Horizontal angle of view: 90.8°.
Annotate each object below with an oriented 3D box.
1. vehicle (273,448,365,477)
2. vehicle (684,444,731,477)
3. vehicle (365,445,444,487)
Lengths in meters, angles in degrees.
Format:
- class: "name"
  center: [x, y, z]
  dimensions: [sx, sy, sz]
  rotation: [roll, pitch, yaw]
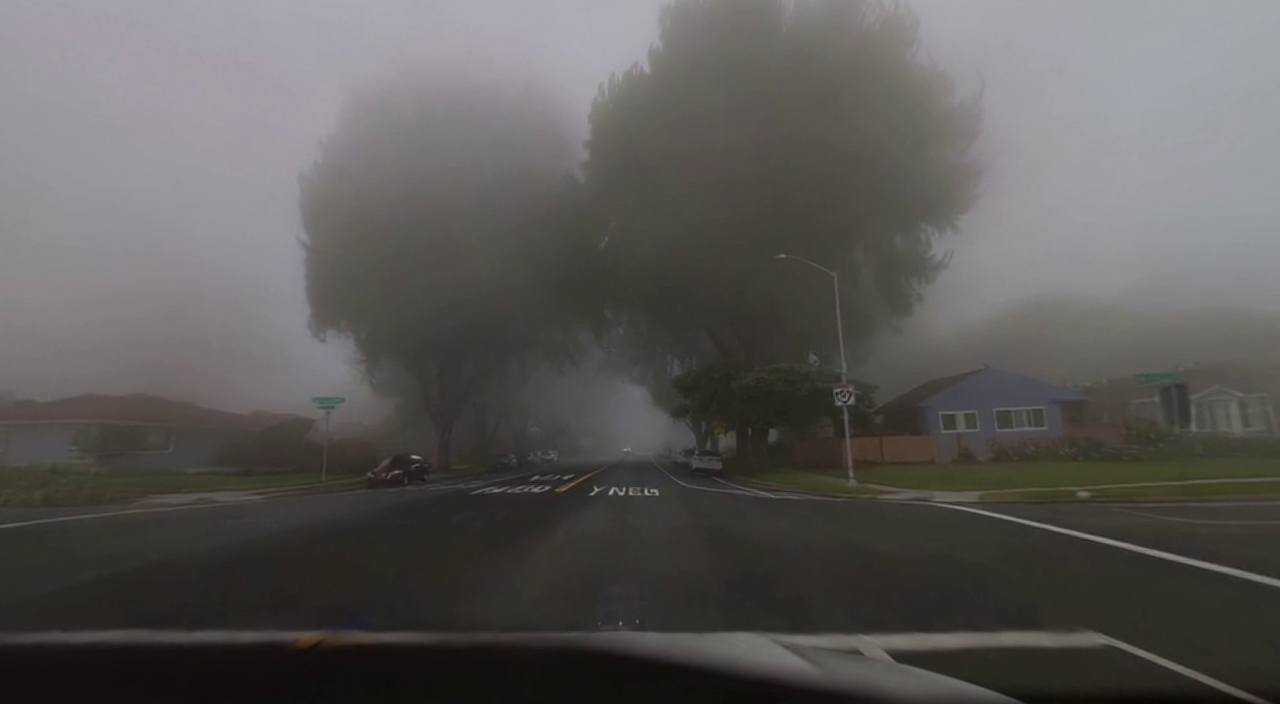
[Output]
- class: "vehicle"
  center: [-19.453, 6.690, 38.416]
  dimensions: [4.450, 1.677, 2.027]
  rotation: [0, -9, -3]
- class: "vehicle"
  center: [3.789, 6.192, 36.309]
  dimensions: [2.027, 1.751, 4.433]
  rotation: [0, -9, -2]
- class: "vehicle"
  center: [-12.184, 5.917, 33.176]
  dimensions: [2.199, 1.988, 5.454]
  rotation: [0, -9, -2]
